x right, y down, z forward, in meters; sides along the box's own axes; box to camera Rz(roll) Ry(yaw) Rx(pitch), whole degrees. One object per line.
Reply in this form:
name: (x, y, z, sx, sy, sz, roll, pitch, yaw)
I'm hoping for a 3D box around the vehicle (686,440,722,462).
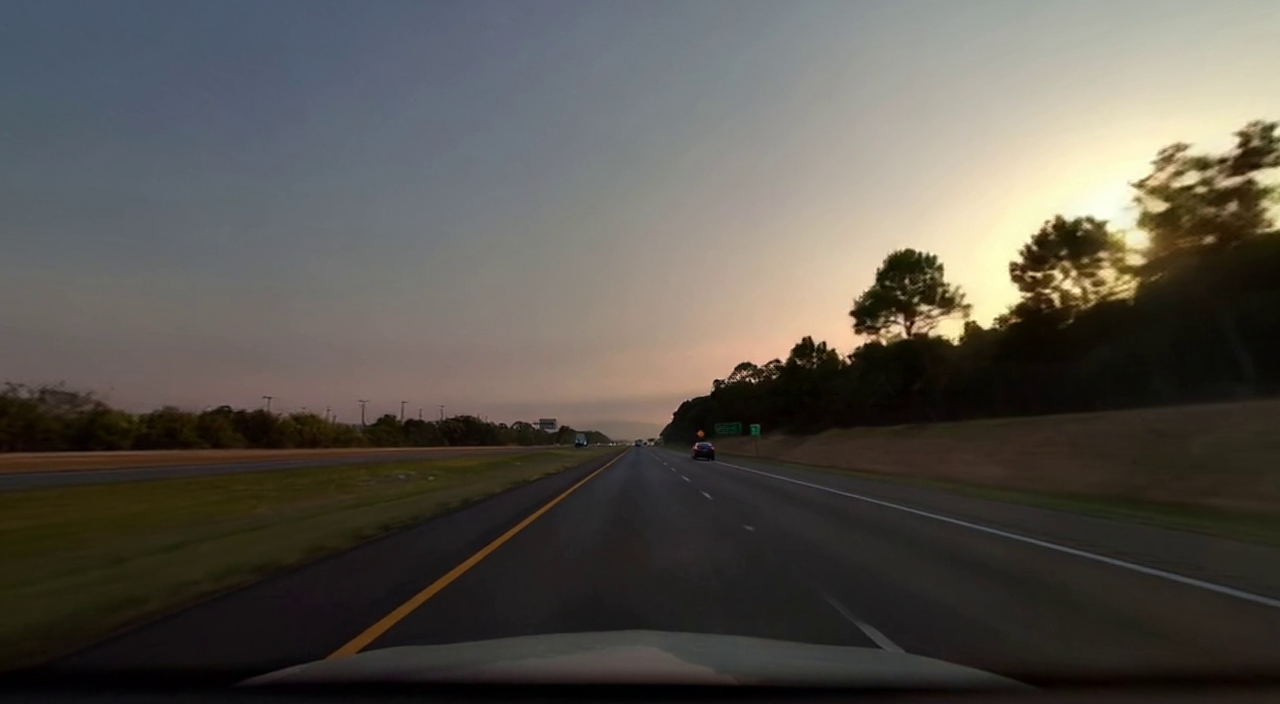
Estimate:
vehicle: (4.519, 7.064, 45.194, 2.012, 1.476, 4.256, 0, -8, -2)
